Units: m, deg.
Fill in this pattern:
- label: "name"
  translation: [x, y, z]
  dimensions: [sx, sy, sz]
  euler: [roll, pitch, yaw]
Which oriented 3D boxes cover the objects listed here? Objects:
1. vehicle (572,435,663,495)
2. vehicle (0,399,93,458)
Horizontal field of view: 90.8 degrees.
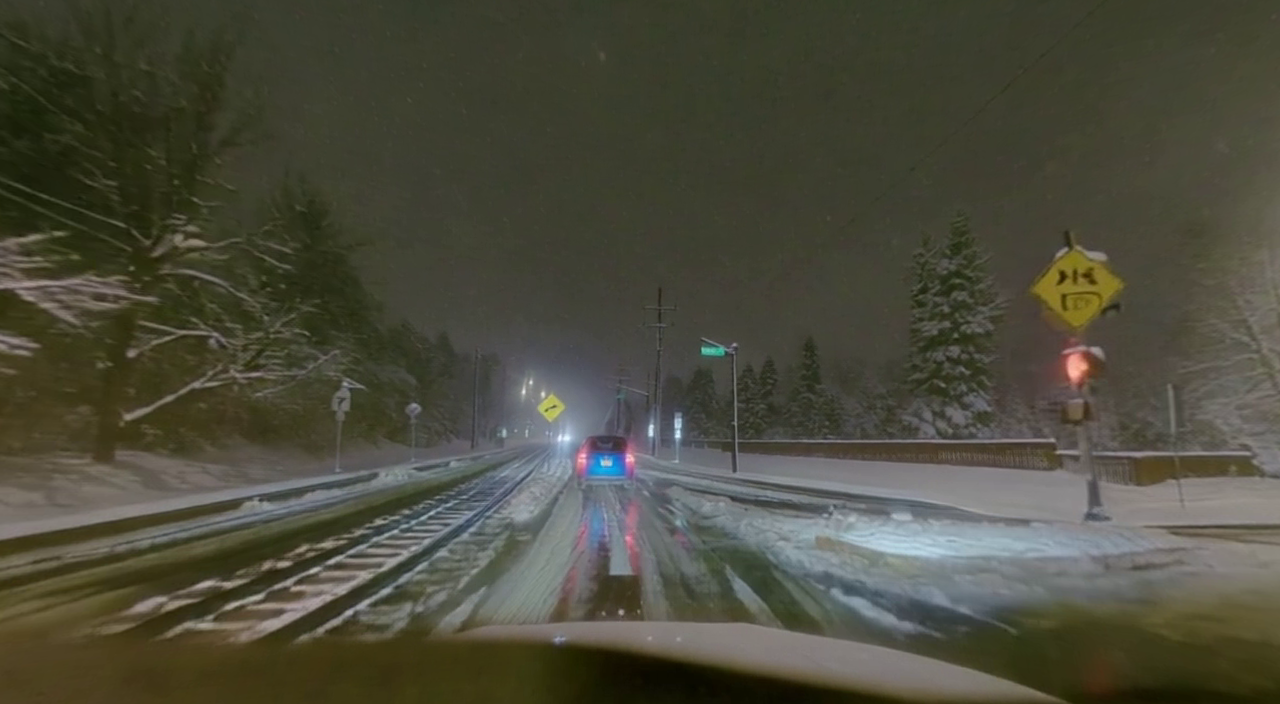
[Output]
- label: "vehicle"
  translation: [-0.761, 3.180, 18.175]
  dimensions: [2.295, 1.510, 4.364]
  euler: [1, -8, -5]
- label: "vehicle"
  translation: [-32.146, 4.076, 33.039]
  dimensions: [2.983, 2.816, 7.042]
  euler: [3, -9, -21]
